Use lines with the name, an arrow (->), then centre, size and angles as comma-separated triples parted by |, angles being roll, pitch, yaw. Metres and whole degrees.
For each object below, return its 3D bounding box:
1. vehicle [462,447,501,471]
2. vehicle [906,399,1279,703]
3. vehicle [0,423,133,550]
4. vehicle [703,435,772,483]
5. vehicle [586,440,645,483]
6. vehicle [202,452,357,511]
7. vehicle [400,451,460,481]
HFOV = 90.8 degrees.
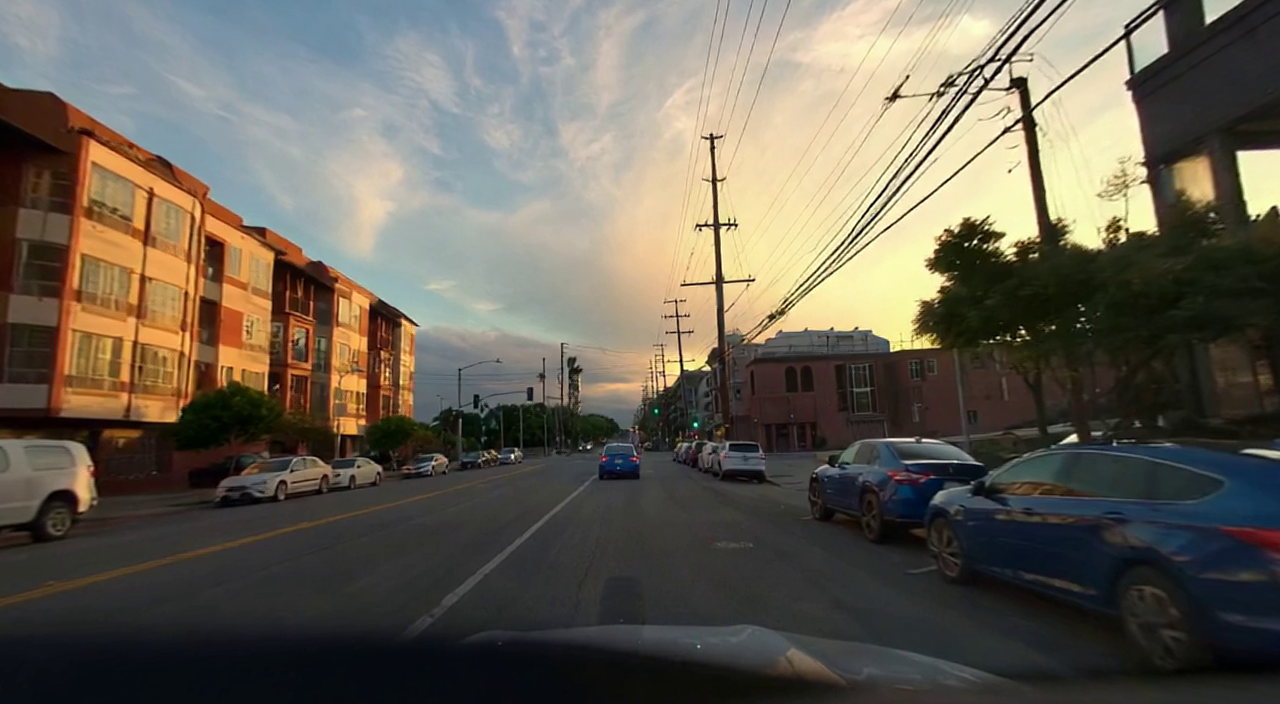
vehicle -> -12.071, 8.160, 48.326 | 2.011, 1.687, 4.079 | -2, -9, -2
vehicle -> 4.017, 1.315, 4.945 | 1.941, 1.575, 4.315 | 0, -9, 0
vehicle -> -11.833, 2.312, 10.375 | 2.312, 2.106, 5.718 | -5, -9, 0
vehicle -> 3.738, 4.201, 25.068 | 1.967, 1.721, 4.410 | 0, -9, -1
vehicle -> -0.849, 4.087, 23.844 | 2.019, 1.453, 4.603 | 0, -9, 0
vehicle -> -11.968, 4.299, 21.564 | 2.242, 1.534, 5.414 | -4, -9, -1
vehicle -> -12.014, 6.505, 36.404 | 1.868, 1.491, 4.367 | -4, -9, 1
